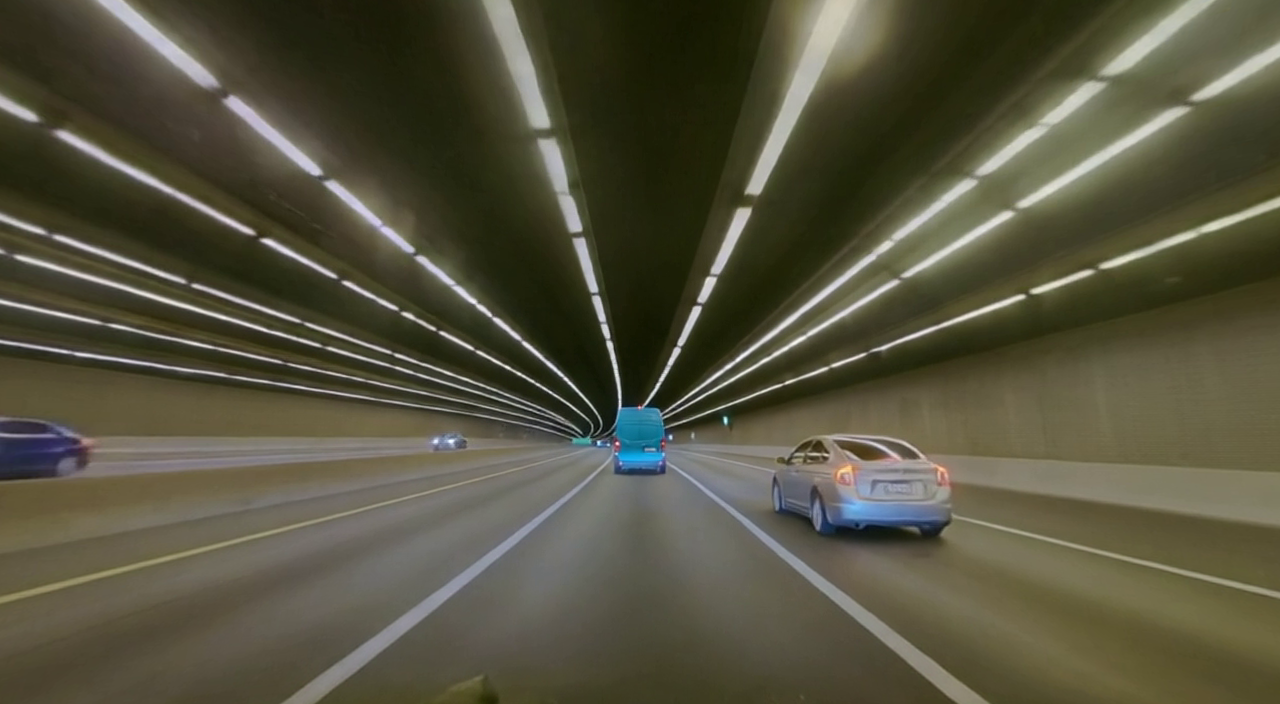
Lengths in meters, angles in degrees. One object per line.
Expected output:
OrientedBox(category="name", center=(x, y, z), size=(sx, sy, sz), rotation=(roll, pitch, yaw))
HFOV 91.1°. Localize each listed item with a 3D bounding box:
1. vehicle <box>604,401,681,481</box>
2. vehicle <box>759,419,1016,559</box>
OrientedBox(category="vehicle", center=(0.103, 3.123, 22.278), size=(2.404, 2.459, 5.229), rotation=(0, -8, 1))
OrientedBox(category="vehicle", center=(3.175, 1.824, 9.162), size=(2.095, 1.553, 4.069), rotation=(0, -8, 0))
